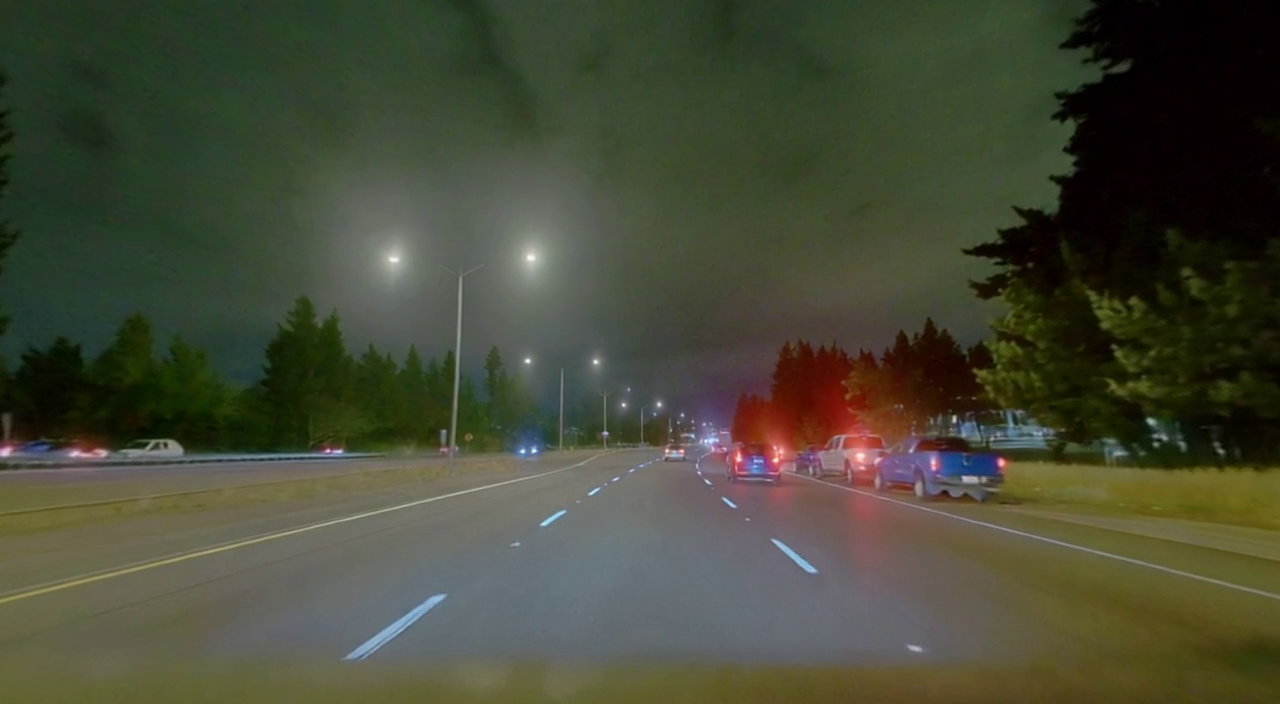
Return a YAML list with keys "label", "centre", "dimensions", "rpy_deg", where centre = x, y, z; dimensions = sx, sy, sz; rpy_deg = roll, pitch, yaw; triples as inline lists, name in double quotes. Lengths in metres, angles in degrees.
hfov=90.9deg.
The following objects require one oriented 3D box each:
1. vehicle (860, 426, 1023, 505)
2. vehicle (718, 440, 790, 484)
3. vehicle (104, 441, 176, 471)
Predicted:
- label: "vehicle"
  centre: [7.838, 2.987, 17.037]
  dimensions: [2.104, 1.801, 4.628]
  rpy_deg: [0, -8, 1]
- label: "vehicle"
  centre: [4.223, 4.144, 24.110]
  dimensions: [1.981, 1.499, 4.536]
  rpy_deg: [0, -8, 1]
- label: "vehicle"
  centre: [-27.723, 5.733, 34.917]
  dimensions: [4.266, 1.583, 2.078]
  rpy_deg: [-7, -11, 38]
